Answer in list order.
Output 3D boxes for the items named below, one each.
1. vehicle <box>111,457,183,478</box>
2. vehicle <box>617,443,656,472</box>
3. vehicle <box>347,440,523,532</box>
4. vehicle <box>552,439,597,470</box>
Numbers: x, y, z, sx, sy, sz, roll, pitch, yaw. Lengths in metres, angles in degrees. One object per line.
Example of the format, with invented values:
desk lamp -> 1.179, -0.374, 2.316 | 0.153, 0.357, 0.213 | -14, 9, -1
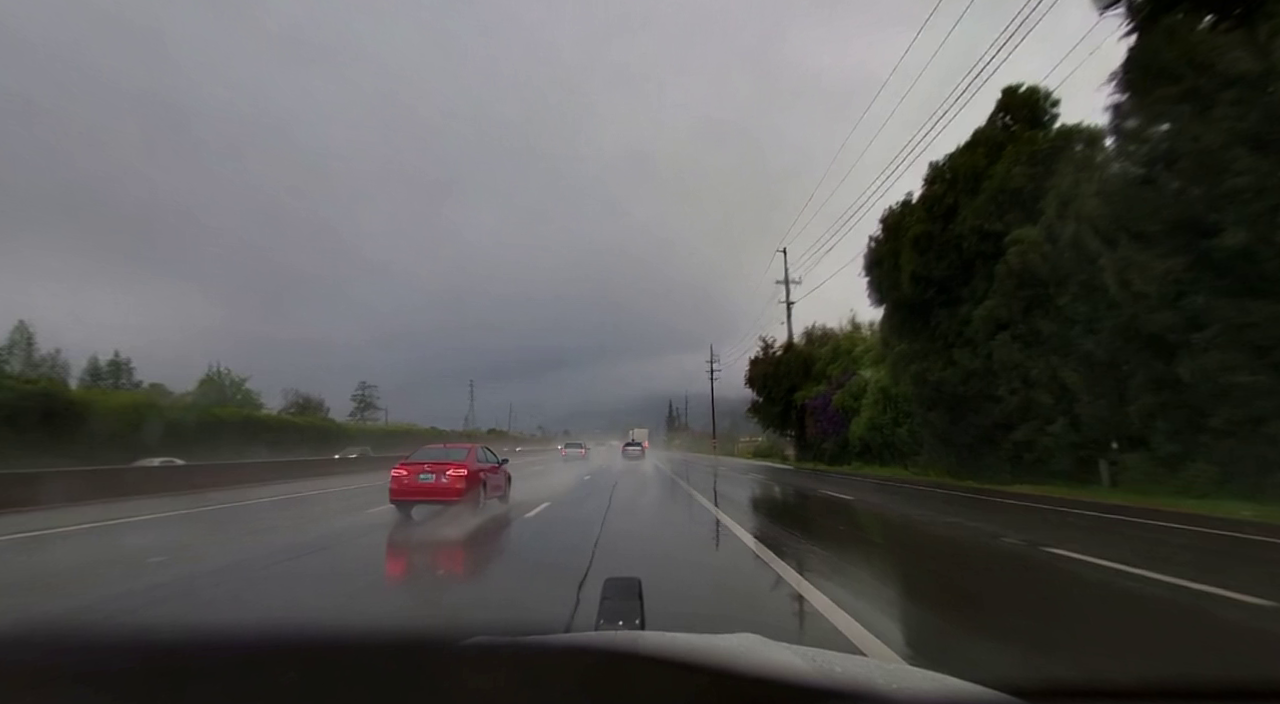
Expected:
vehicle -> -38.001, 8.916, 48.850 | 1.905, 1.445, 4.531 | 0, -8, 0
vehicle -> -0.209, 5.788, 34.928 | 2.030, 1.471, 4.115 | 0, -8, 0
vehicle -> -3.662, 2.459, 12.215 | 1.938, 1.444, 4.206 | 0, -8, 1
vehicle -> -3.930, 6.239, 38.591 | 2.244, 1.752, 4.439 | 0, -8, 1
